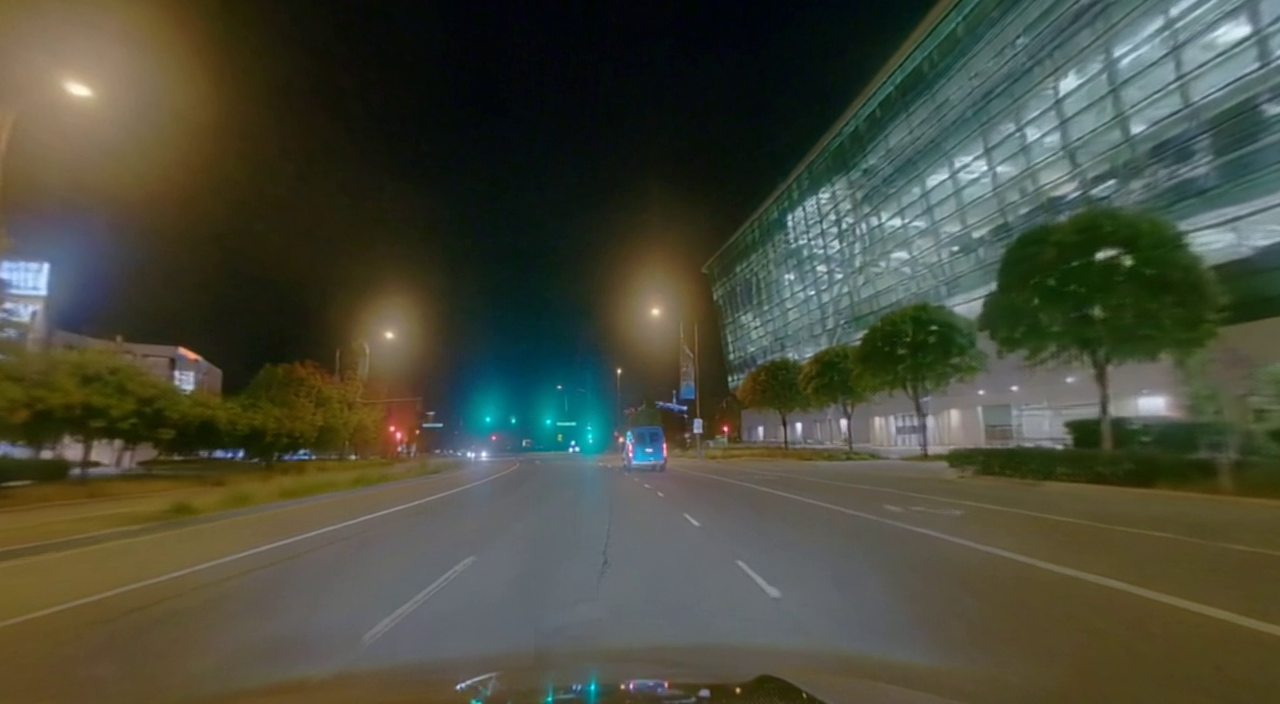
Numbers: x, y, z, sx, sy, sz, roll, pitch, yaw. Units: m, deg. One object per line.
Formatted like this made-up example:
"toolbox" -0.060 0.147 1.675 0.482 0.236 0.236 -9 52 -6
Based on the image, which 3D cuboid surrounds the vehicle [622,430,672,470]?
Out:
"vehicle" 0.333 6.006 38.627 2.339 2.244 4.817 1 -9 -8
